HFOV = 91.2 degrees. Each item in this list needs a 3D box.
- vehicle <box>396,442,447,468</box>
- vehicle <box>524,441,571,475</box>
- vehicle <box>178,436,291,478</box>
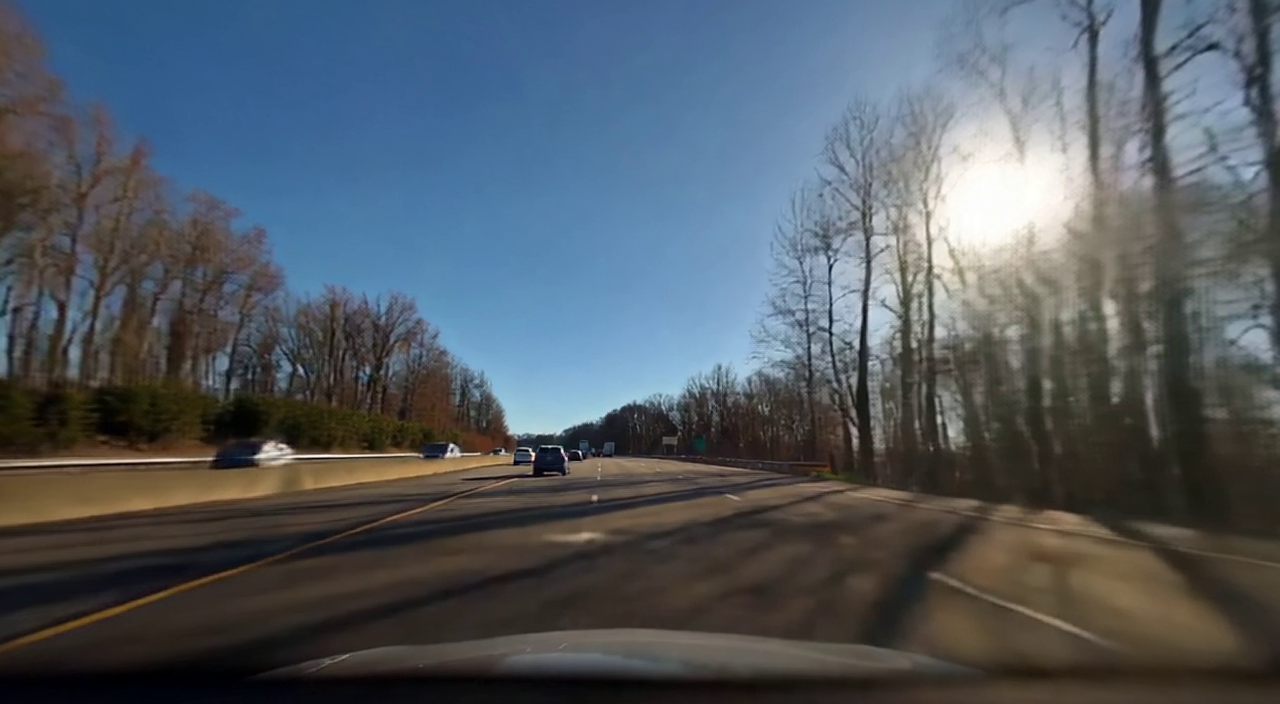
[{"bbox_3d":[-13.835,6.533,39.930,1.897,1.523,4.603,0,-9,-4],"label":"vehicle"},{"bbox_3d":[-4.890,5.676,33.809,2.151,1.693,4.201,0,-9,-3],"label":"vehicle"},{"bbox_3d":[-17.152,4.472,26.857,1.899,1.607,4.653,0,-9,-3],"label":"vehicle"}]
